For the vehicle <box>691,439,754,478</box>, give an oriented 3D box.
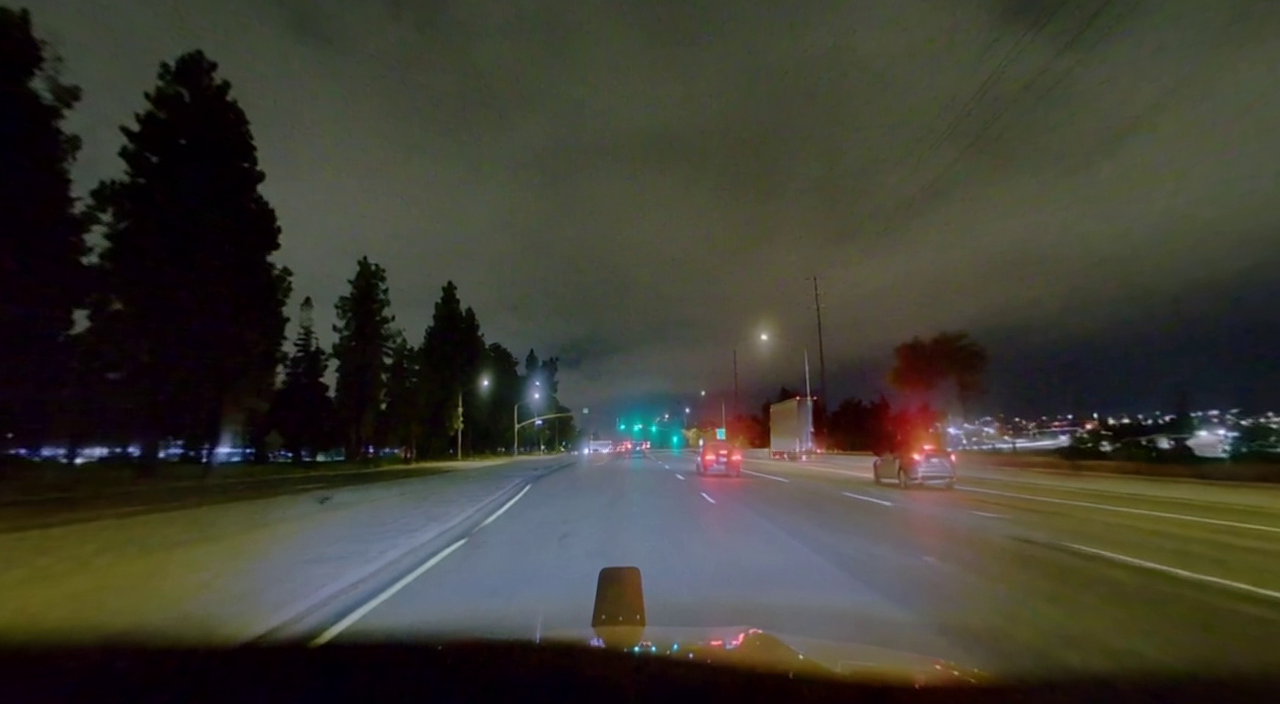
[{"bbox_3d":[3.332,4.410,26.421,1.948,1.479,4.620,0,-8,-1],"label":"vehicle"}]
